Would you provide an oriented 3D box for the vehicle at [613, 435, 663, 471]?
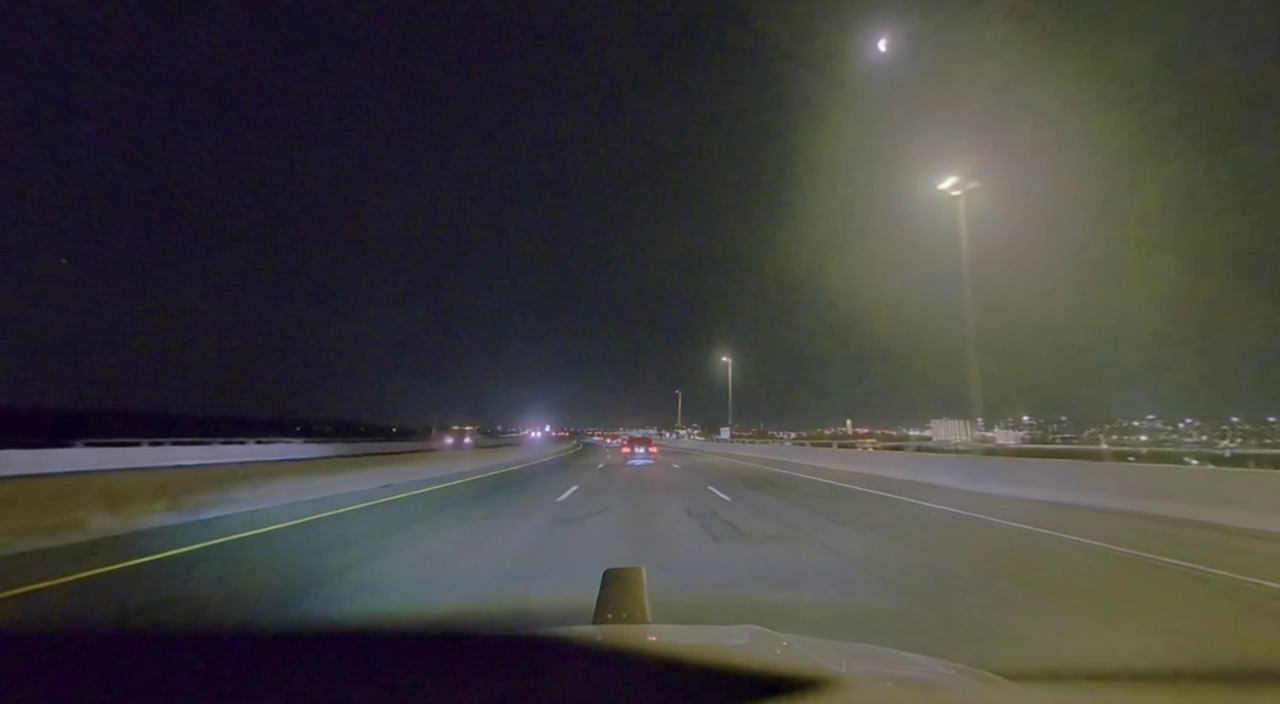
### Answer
[{"bbox_3d":[-0.080,4.624,29.102,2.130,1.512,4.057,0,-8,0],"label":"vehicle"}]
